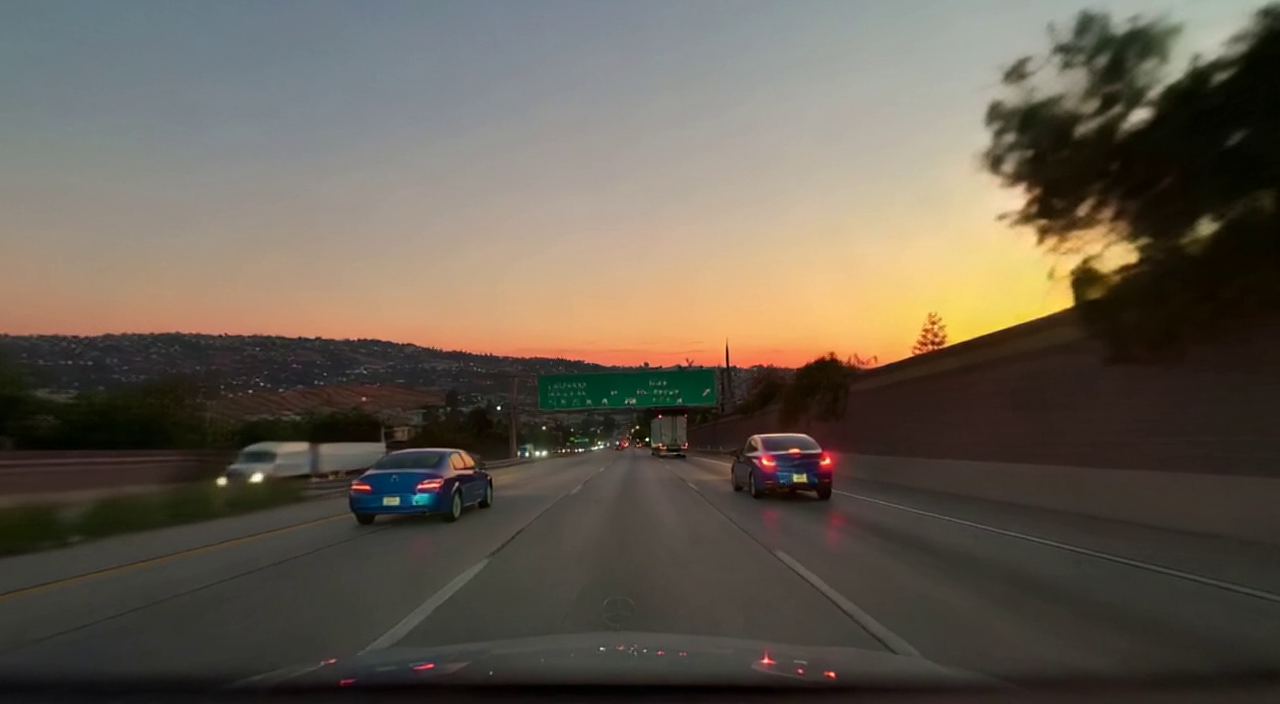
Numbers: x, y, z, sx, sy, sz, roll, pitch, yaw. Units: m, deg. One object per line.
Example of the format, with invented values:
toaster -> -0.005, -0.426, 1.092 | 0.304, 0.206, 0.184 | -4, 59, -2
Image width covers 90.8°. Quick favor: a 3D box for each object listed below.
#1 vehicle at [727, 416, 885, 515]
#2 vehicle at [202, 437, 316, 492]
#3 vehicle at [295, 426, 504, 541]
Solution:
vehicle -> 3.287, 2.365, 13.636 | 2.065, 1.760, 4.488 | 0, -8, -2
vehicle -> -29.341, 8.653, 49.349 | 3.144, 3.826, 9.102 | 0, -8, 0
vehicle -> -3.947, 2.223, 11.418 | 1.903, 1.607, 4.770 | 0, -8, 0
